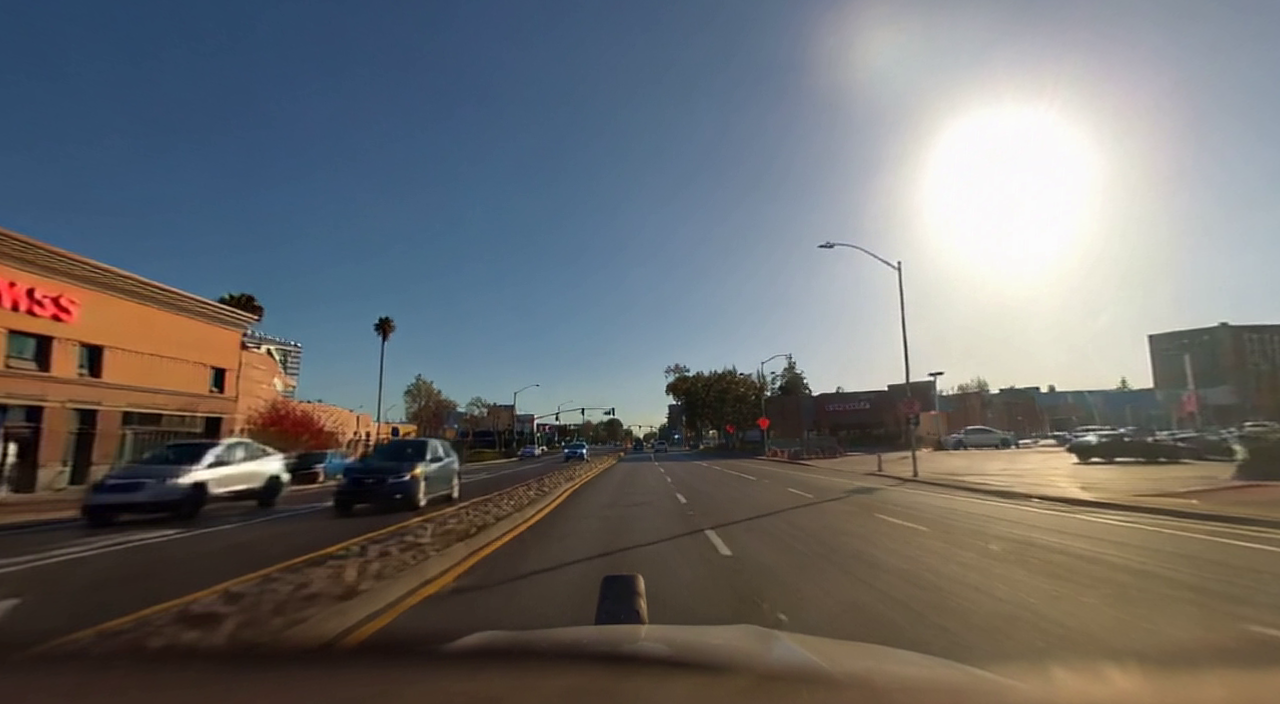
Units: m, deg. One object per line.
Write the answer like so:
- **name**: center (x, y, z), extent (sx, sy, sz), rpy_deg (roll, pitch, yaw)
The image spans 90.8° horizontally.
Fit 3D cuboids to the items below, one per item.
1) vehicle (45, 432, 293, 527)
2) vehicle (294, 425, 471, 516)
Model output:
- **vehicle**: center (-9.707, 2.623, 13.608), extent (1.954, 1.694, 4.310), rpy_deg (0, -8, 1)
- **vehicle**: center (-5.644, 2.638, 14.645), extent (2.129, 1.748, 4.555), rpy_deg (0, -8, 1)
